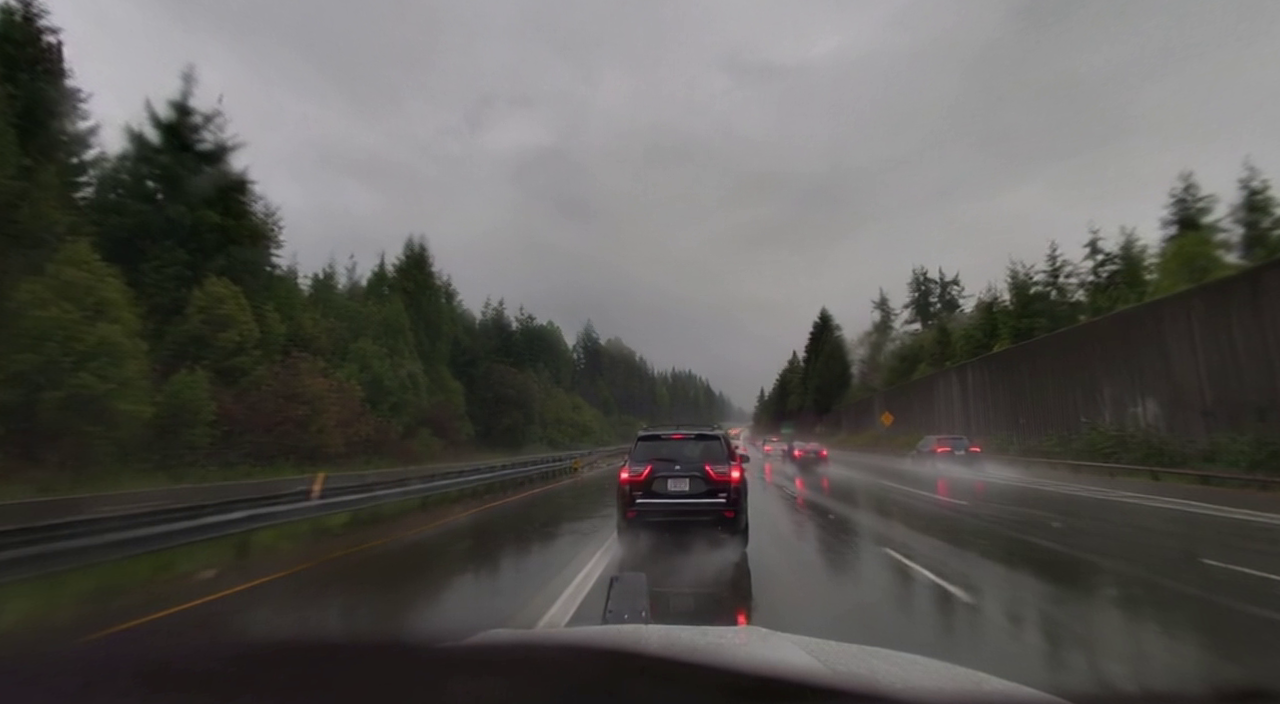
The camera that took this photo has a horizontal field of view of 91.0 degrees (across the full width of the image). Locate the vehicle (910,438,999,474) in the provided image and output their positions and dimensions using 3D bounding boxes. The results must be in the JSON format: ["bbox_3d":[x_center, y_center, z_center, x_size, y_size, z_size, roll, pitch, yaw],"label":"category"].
[{"bbox_3d":[13.969,4.629,28.273,1.990,1.478,4.475,-1,-8,5],"label":"vehicle"}]

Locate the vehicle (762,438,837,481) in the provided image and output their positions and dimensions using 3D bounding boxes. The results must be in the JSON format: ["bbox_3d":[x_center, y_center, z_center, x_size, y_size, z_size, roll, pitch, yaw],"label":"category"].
[{"bbox_3d":[5.845,3.974,23.628,1.962,1.442,4.536,-1,-8,4],"label":"vehicle"}]

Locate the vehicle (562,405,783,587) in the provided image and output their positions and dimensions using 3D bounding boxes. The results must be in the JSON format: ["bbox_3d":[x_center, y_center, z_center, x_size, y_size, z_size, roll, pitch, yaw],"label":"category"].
[{"bbox_3d":[0.472,1.615,7.882,2.021,1.635,4.085,-1,-8,5],"label":"vehicle"}]
